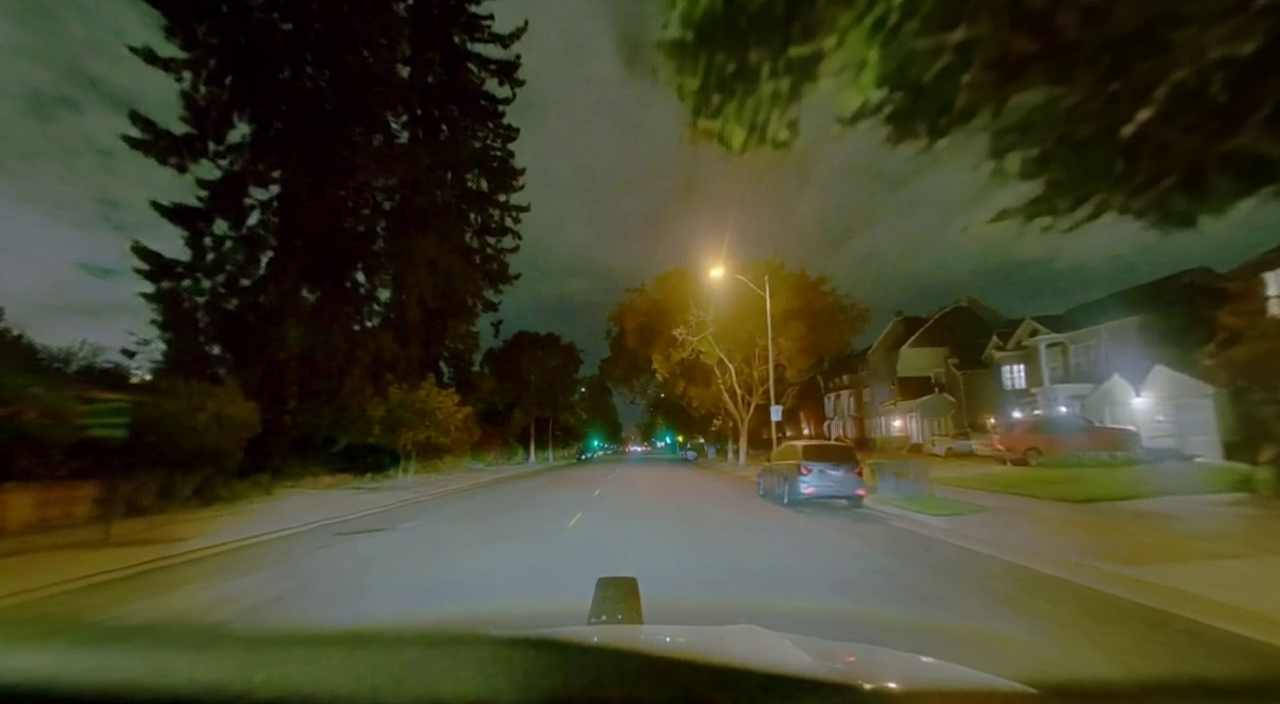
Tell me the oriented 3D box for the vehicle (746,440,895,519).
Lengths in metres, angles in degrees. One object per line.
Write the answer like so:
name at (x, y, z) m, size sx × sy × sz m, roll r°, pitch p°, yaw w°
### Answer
vehicle at (3.826, 2.764, 14.278) m, size 2.013 × 1.473 × 4.329 m, roll 0°, pitch -8°, yaw -1°

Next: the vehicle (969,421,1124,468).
vehicle at (15.400, 3.533, 24.116) m, size 4.505 × 1.667 × 2.018 m, roll 0°, pitch -8°, yaw -2°
